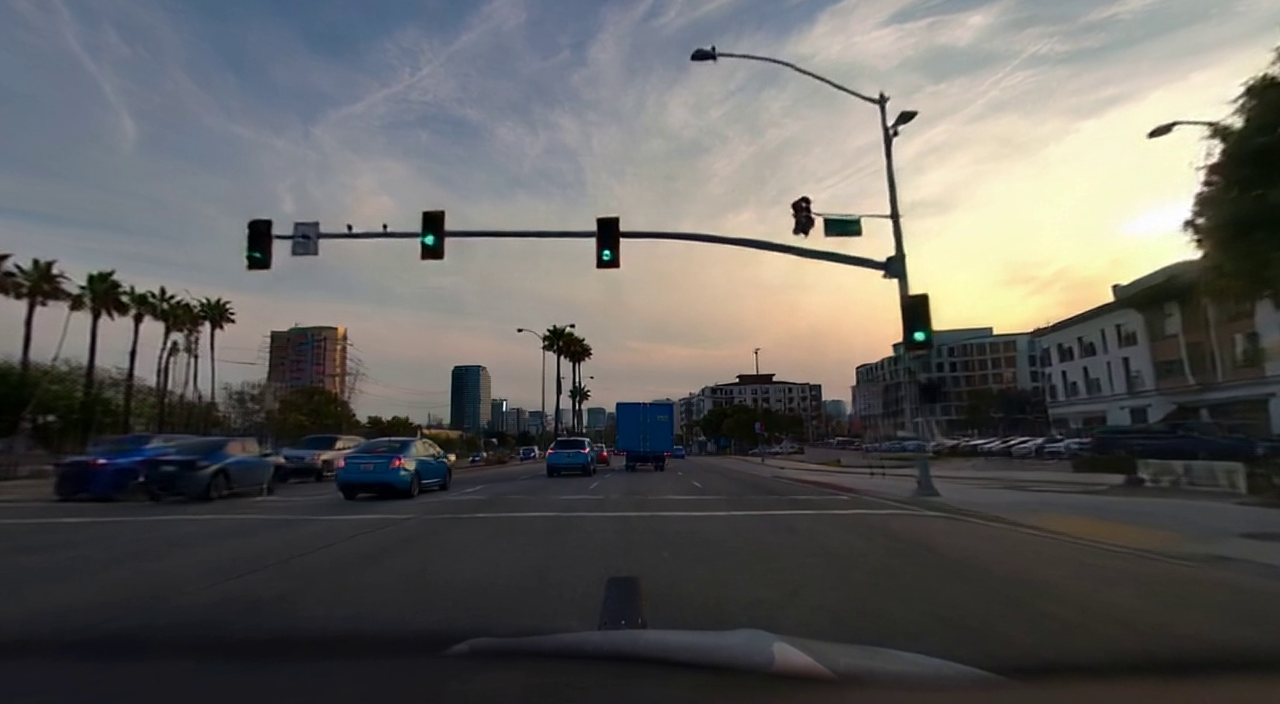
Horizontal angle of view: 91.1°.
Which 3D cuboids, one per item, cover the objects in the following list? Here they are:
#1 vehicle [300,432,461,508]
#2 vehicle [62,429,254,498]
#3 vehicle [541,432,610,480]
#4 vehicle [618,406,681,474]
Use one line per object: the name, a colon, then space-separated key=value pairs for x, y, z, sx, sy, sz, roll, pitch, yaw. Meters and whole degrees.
vehicle: x=-6.328 y=2.920 z=16.043 sx=2.045 sy=1.630 sz=4.680 roll=0 pitch=-8 yaw=1
vehicle: x=-14.651 y=3.483 z=19.574 sx=2.040 sy=1.745 sz=4.899 roll=-3 pitch=-10 yaw=1
vehicle: x=-2.593 y=4.352 z=26.526 sx=2.178 sy=1.826 sz=4.933 roll=0 pitch=-8 yaw=2
vehicle: x=0.513 y=4.696 z=33.323 sx=2.993 sy=3.235 sz=6.692 roll=0 pitch=-8 yaw=1
